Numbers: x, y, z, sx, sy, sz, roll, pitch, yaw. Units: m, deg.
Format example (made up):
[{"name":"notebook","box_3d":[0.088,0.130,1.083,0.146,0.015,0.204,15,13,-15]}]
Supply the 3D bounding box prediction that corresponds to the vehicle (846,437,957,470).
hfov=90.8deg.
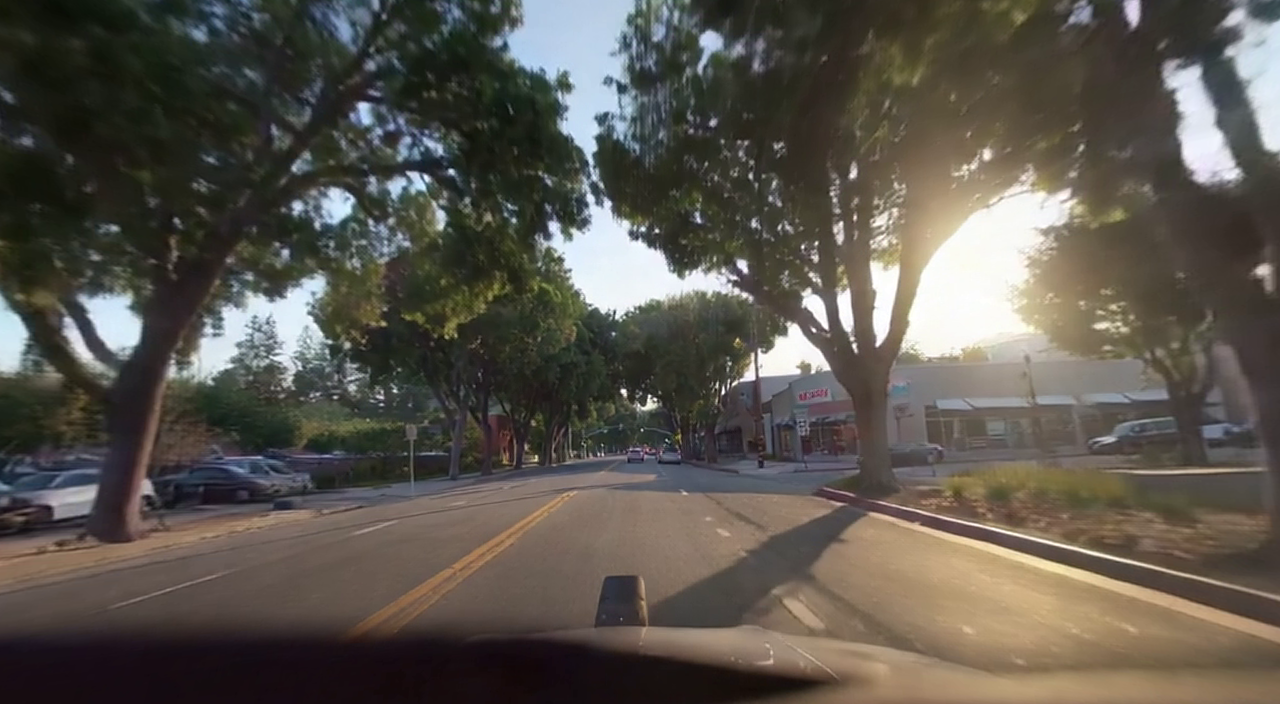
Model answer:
[{"name":"vehicle","box_3d":[12.130,4.750,29.584,4.404,1.445,1.844,-2,-9,8]}]

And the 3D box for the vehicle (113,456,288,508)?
[{"name":"vehicle","box_3d":[-15.297,4.522,22.192,4.579,1.701,2.033,-1,-9,1]}]

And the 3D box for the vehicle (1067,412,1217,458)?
[{"name":"vehicle","box_3d":[25.034,4.191,31.665,5.444,1.901,2.250,-3,-9,0]}]
